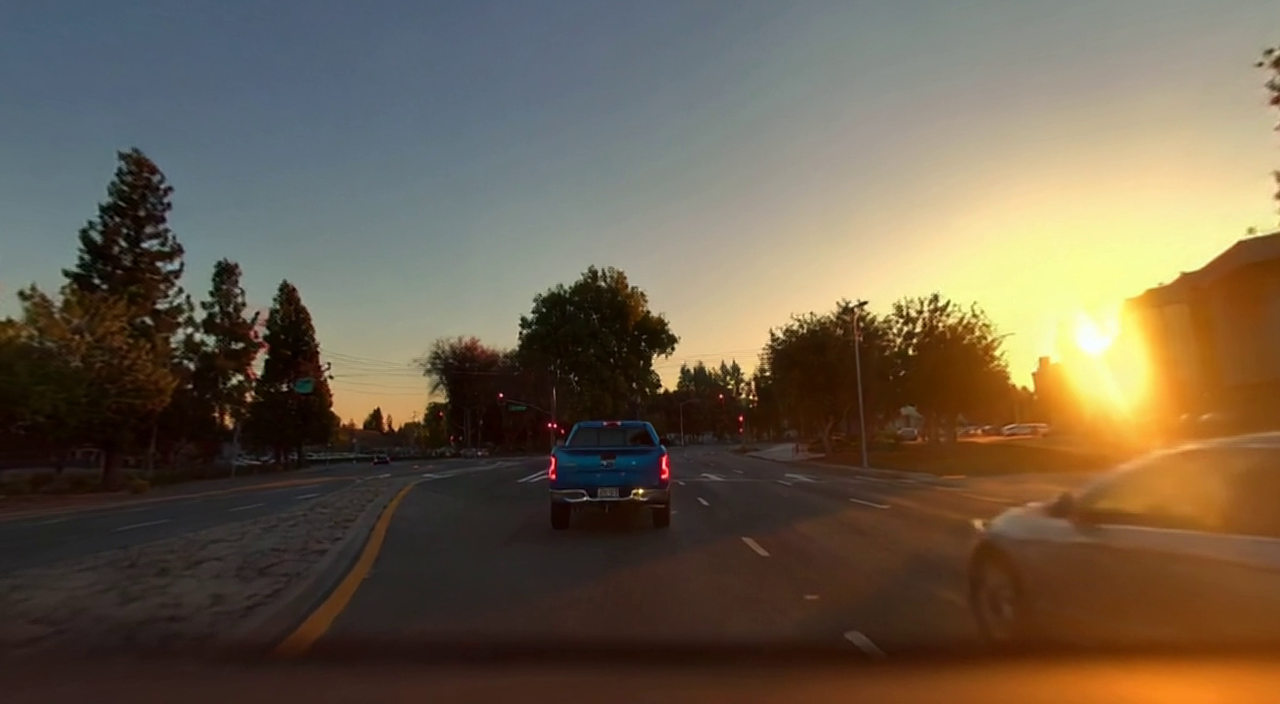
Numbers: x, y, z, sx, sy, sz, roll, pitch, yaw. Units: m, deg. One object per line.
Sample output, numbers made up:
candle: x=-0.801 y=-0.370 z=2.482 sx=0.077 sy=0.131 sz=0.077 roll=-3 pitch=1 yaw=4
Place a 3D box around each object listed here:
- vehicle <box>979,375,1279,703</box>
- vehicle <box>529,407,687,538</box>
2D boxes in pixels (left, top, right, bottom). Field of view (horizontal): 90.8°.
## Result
vehicle: x=2.927 y=0.722 z=1.192 sx=2.073 sy=1.484 sz=4.437 roll=0 pitch=-8 yaw=-1
vehicle: x=-0.470 y=1.963 z=11.036 sx=2.145 sy=1.762 sz=4.731 roll=0 pitch=-8 yaw=-1
